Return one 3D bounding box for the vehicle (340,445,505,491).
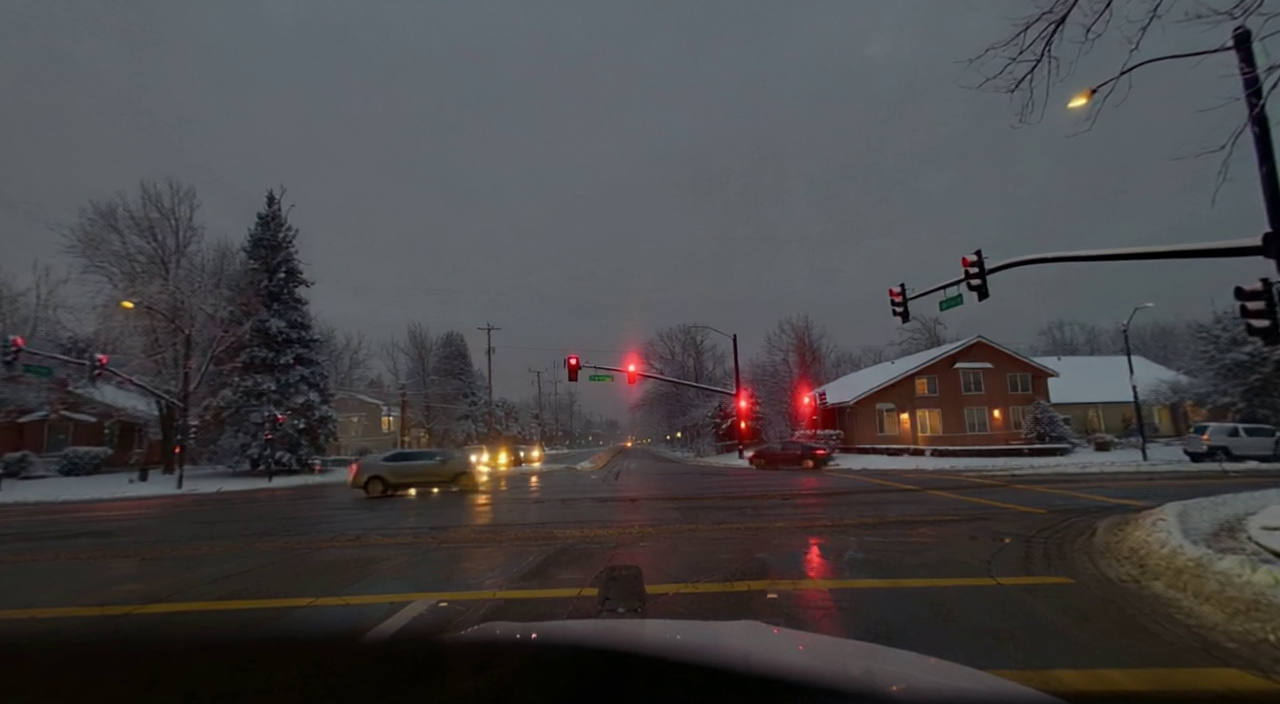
[{"bbox_3d":[-7.210,3.879,21.327,4.823,1.449,2.017,-1,-9,1],"label":"vehicle"}]

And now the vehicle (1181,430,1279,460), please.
[{"bbox_3d":[31.321,4.879,33.015,4.318,1.488,1.870,0,-9,-1],"label":"vehicle"}]

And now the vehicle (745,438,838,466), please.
[{"bbox_3d":[8.795,5.839,36.943,4.873,1.539,1.932,-8,-11,40],"label":"vehicle"}]
